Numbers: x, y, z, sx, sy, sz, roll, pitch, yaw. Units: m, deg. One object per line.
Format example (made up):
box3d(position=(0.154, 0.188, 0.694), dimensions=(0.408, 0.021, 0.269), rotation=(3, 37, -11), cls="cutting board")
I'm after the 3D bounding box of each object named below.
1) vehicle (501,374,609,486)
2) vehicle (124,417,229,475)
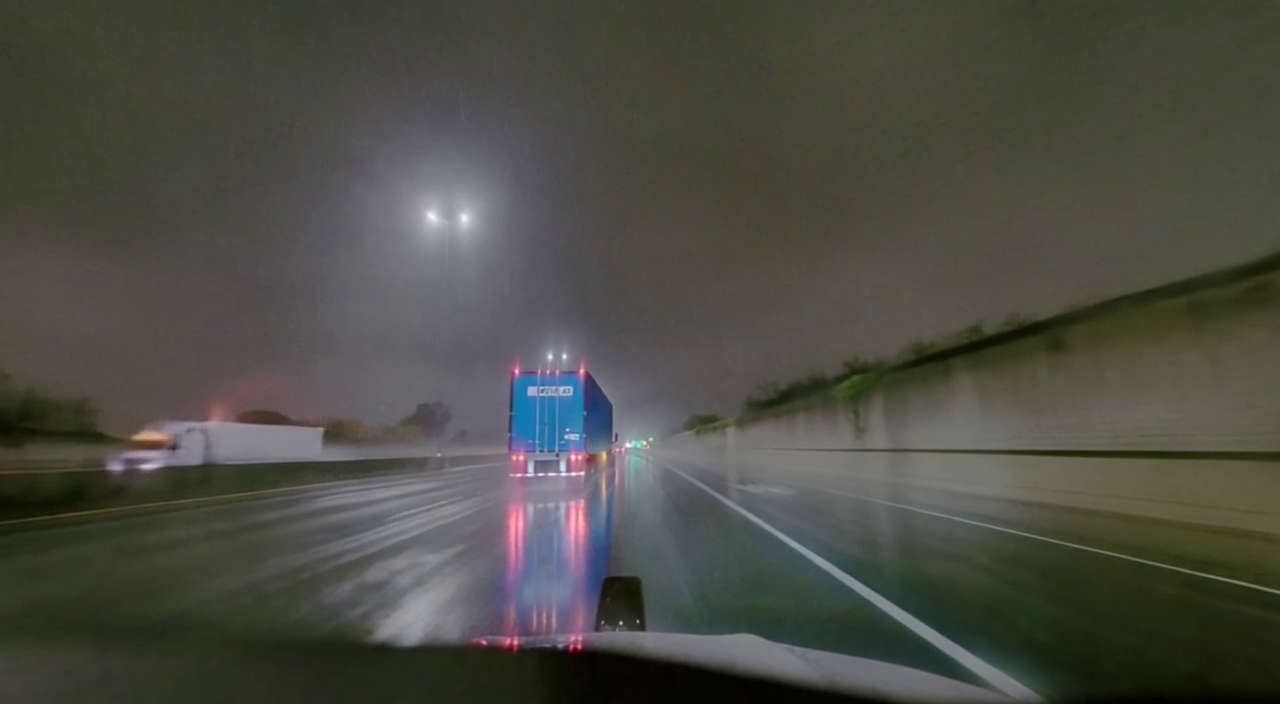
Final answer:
box3d(position=(-3.270, 3.586, 27.936), dimensions=(3.059, 3.956, 11.036), rotation=(0, -9, 1), cls="vehicle")
box3d(position=(-31.576, 6.440, 43.186), dimensions=(3.011, 3.659, 5.141), rotation=(0, -9, 2), cls="vehicle")
